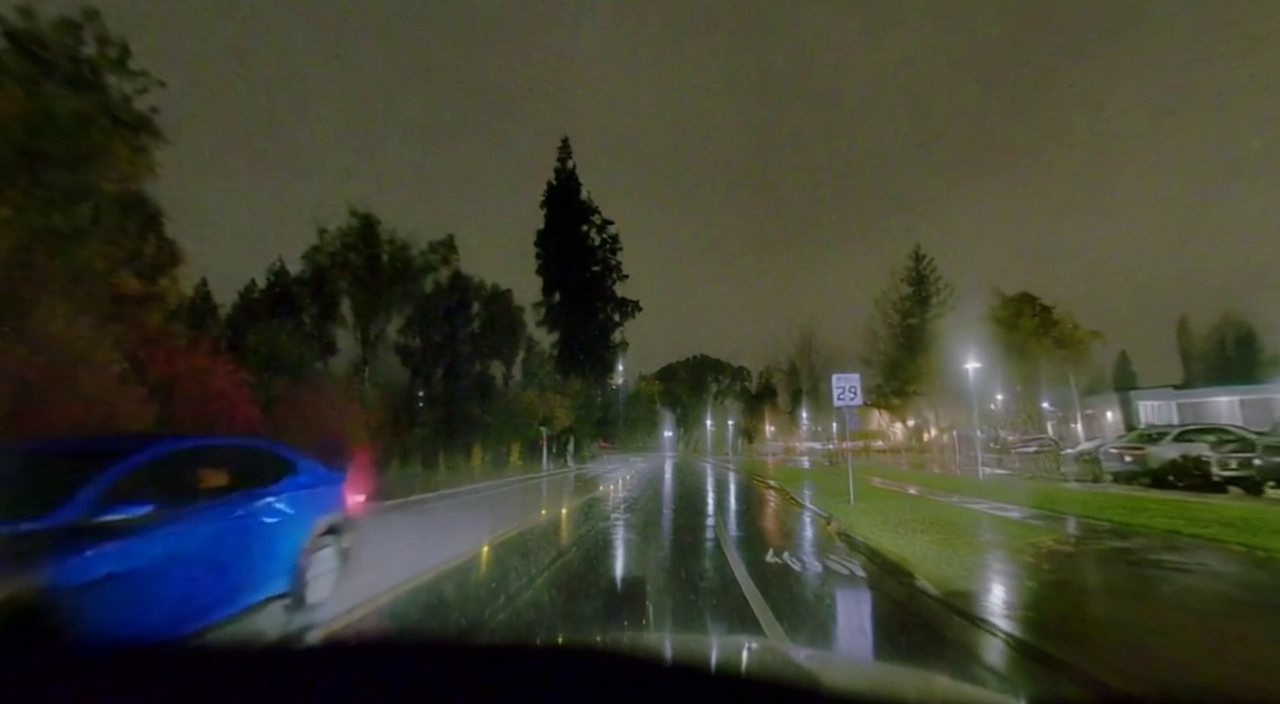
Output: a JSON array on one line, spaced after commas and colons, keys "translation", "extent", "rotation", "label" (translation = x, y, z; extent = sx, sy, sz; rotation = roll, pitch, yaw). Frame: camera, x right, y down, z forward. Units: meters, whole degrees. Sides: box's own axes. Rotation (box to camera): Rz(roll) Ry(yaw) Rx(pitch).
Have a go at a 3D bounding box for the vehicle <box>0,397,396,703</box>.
[{"translation": [-3.823, 1.236, 4.654], "extent": [2.190, 1.499, 4.209], "rotation": [0, -8, 3], "label": "vehicle"}]
